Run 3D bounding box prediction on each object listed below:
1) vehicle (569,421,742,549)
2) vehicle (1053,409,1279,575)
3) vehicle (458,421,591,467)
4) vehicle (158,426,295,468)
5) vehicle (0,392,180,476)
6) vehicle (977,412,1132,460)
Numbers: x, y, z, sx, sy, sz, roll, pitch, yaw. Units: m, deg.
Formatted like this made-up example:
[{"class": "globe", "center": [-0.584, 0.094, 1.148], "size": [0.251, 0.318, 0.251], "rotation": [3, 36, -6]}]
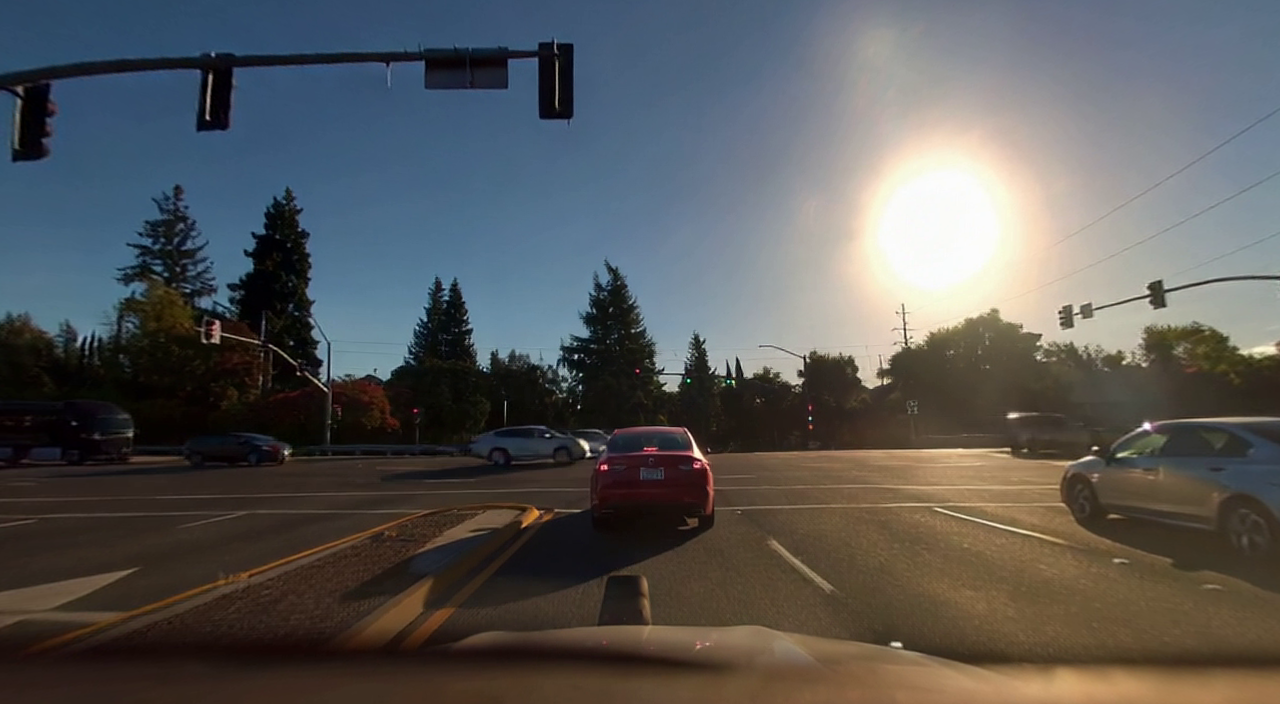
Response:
[{"class": "vehicle", "center": [0.133, 1.851, 9.416], "size": [2.041, 1.485, 3.813], "rotation": [0, -8, -1]}, {"class": "vehicle", "center": [7.093, 1.497, 7.125], "size": [1.901, 1.577, 4.348], "rotation": [0, -8, 0]}, {"class": "vehicle", "center": [-4.519, 3.699, 25.340], "size": [4.921, 1.757, 2.036], "rotation": [-1, -8, 1]}, {"class": "vehicle", "center": [-18.853, 4.357, 28.935], "size": [4.833, 1.784, 2.027], "rotation": [0, -8, 1]}, {"class": "vehicle", "center": [-24.971, 3.320, 25.409], "size": [10.544, 3.126, 2.909], "rotation": [0, -8, 1]}, {"class": "vehicle", "center": [16.581, 3.386, 25.440], "size": [4.786, 1.803, 1.967], "rotation": [0, -8, 0]}]
